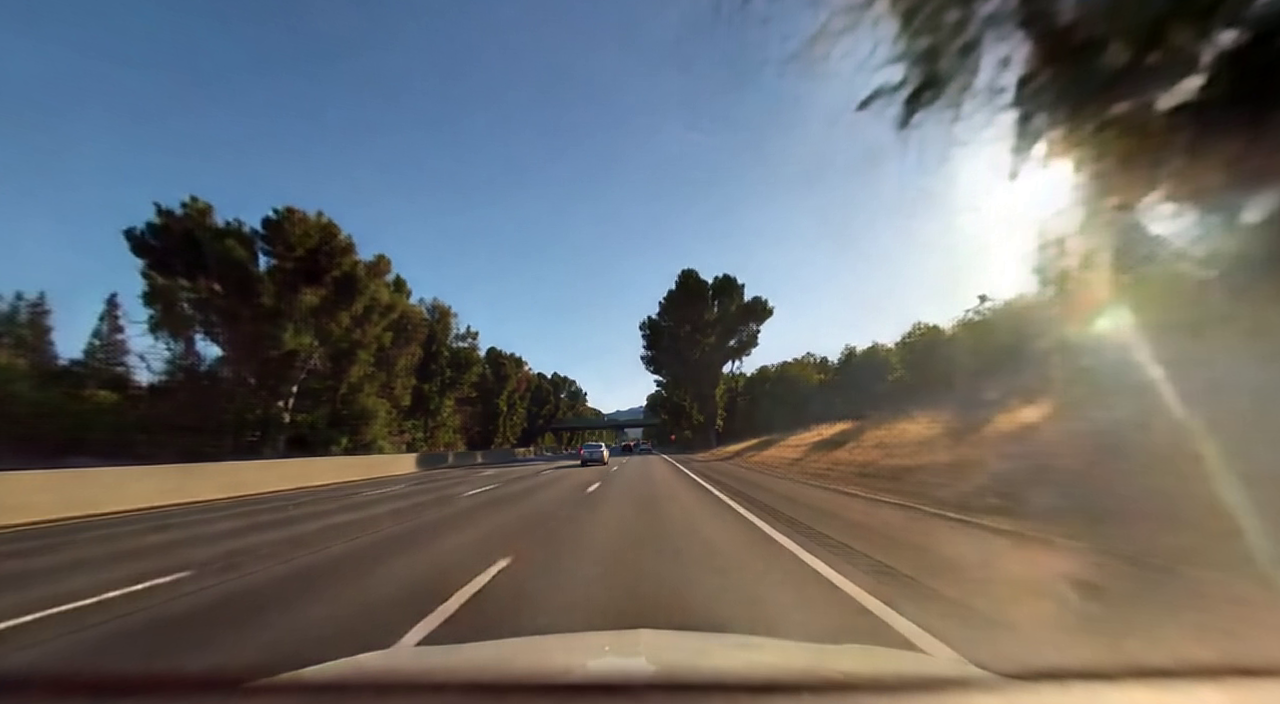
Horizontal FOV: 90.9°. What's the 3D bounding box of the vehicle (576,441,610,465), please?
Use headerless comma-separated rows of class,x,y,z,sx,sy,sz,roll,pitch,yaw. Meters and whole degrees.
vehicle,-3.239,7.023,44.087,1.993,1.589,3.898,0,-8,1
